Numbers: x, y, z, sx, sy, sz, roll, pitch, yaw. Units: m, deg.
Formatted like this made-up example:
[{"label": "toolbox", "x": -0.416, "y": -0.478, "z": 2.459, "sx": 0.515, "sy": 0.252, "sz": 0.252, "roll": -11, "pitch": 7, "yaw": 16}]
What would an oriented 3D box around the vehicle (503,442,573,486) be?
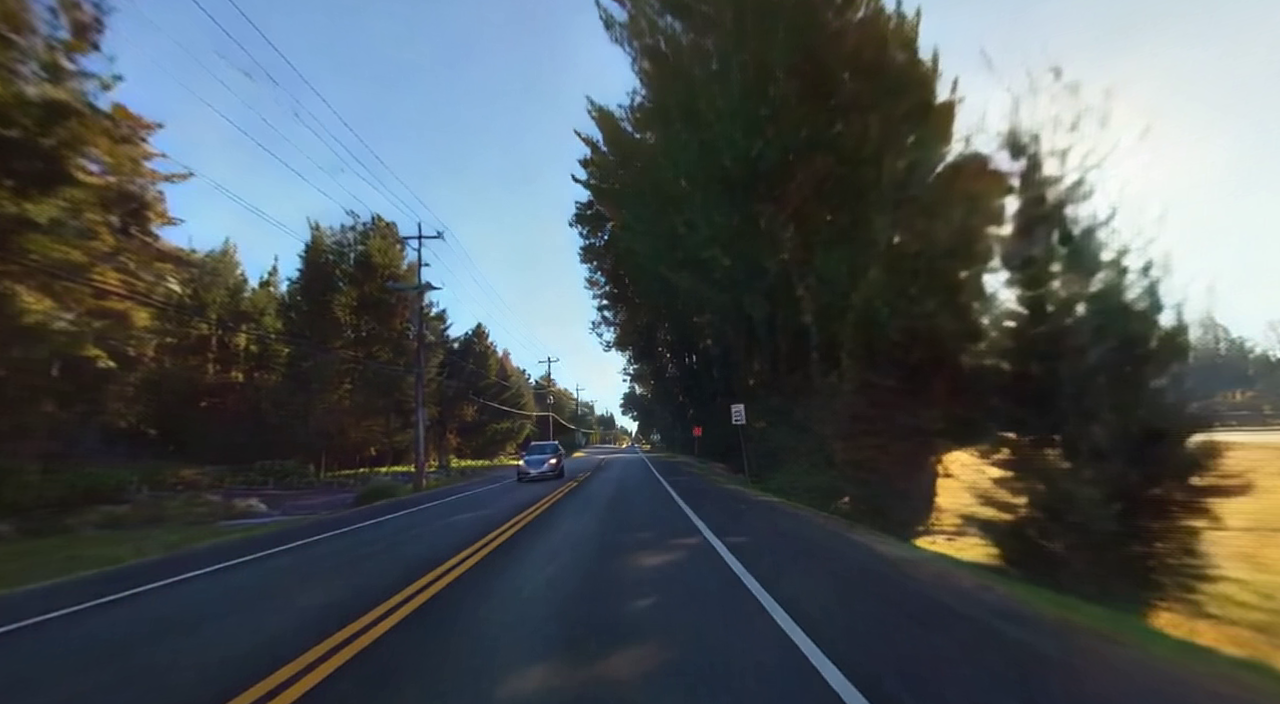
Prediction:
[{"label": "vehicle", "x": -3.925, "y": 4.364, "z": 24.979, "sx": 2.030, "sy": 1.552, "sz": 4.188, "roll": 0, "pitch": -9, "yaw": 0}]
